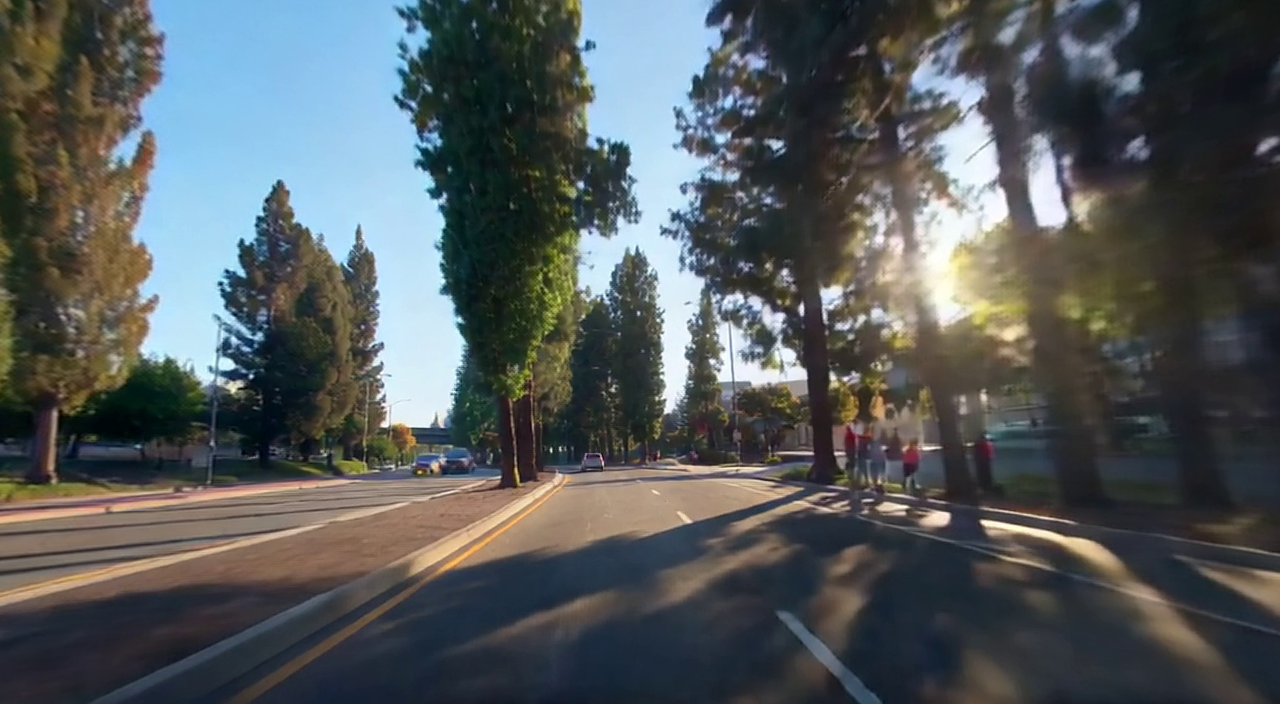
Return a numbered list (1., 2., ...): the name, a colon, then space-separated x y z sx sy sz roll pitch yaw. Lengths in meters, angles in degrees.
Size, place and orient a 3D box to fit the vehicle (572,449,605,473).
1. vehicle: -4.022 8.385 48.792 2.184 1.713 4.231 1 -8 -9
